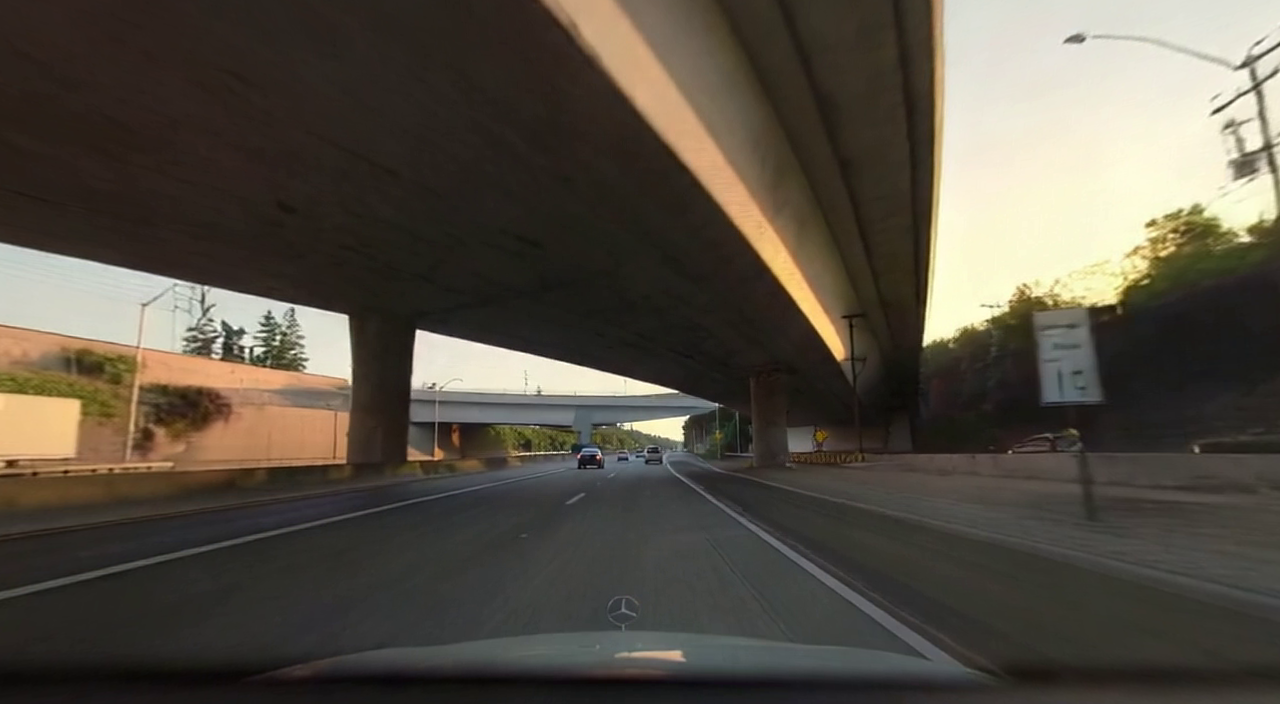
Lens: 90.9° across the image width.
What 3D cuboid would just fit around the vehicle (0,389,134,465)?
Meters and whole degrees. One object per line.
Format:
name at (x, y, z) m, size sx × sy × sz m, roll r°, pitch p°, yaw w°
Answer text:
vehicle at (-34.200, 3.829, 32.055) m, size 2.917 × 3.848 × 17.244 m, roll 0°, pitch -9°, yaw -1°

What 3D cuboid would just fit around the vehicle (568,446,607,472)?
vehicle at (-3.585, 7.437, 43.854) m, size 2.263 × 1.696 × 4.321 m, roll 0°, pitch -9°, yaw 1°
